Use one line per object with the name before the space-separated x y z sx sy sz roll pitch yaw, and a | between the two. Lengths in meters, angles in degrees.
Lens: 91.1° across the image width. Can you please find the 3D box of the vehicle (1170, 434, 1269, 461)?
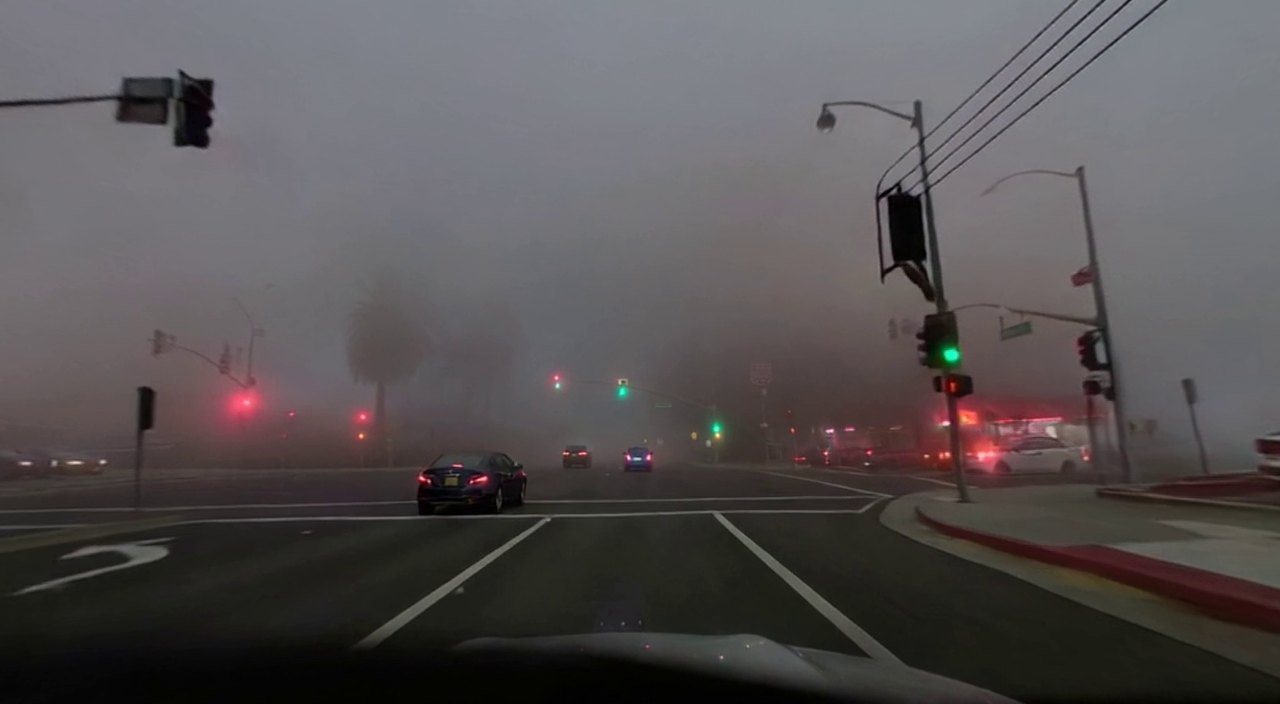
vehicle | 39.613 6.521 42.999 4.780 1.784 2.092 0 -8 -4

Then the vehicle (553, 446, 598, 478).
vehicle | -3.477 5.993 34.476 1.979 1.634 3.957 0 -8 2

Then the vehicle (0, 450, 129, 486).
vehicle | -28.916 5.800 31.397 4.945 1.582 1.938 -2 -10 -2

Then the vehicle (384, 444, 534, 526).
vehicle | -3.775 2.837 14.031 1.904 1.513 4.410 -1 -8 2

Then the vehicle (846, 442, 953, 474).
vehicle | 13.238 5.428 32.262 4.532 1.504 2.087 0 -8 0

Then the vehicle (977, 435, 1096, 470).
vehicle | 20.400 5.172 32.456 4.699 1.716 2.108 0 -8 -1

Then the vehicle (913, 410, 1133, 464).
vehicle | 25.953 5.843 42.954 13.025 3.480 3.091 0 -9 -2

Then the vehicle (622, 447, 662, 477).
vehicle | 0.101 6.082 34.908 2.094 1.496 4.070 0 -8 0
